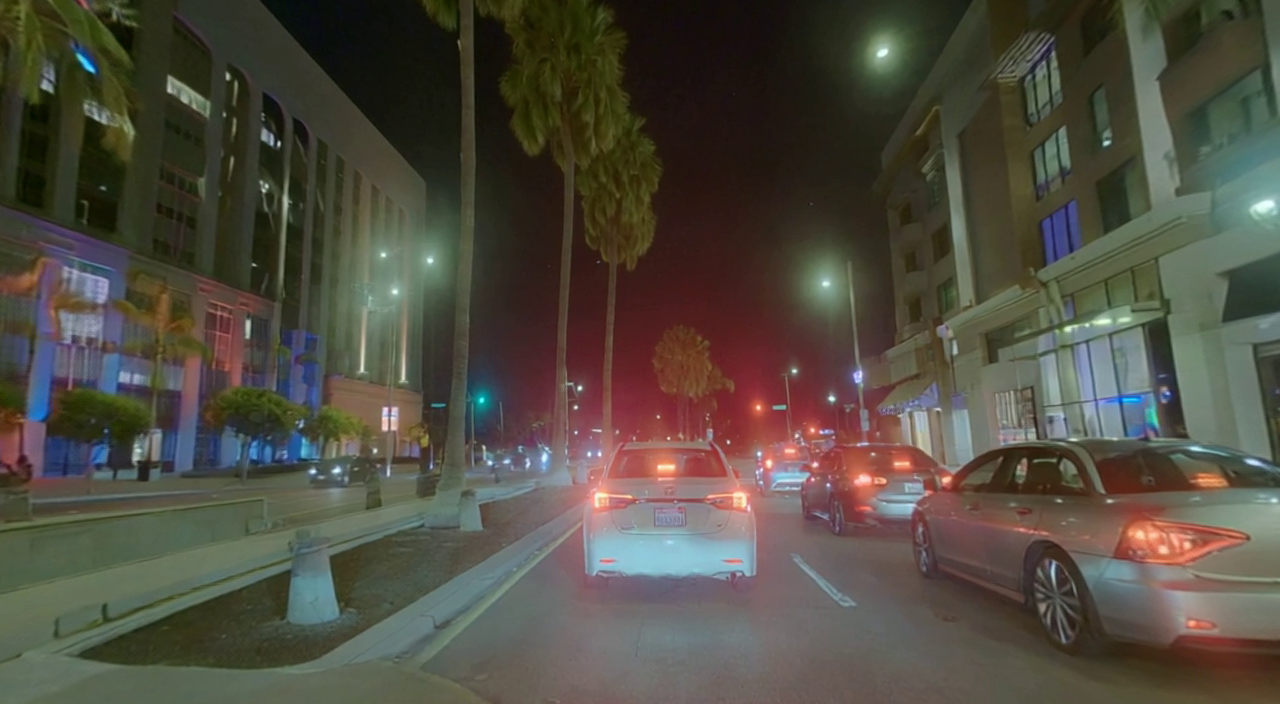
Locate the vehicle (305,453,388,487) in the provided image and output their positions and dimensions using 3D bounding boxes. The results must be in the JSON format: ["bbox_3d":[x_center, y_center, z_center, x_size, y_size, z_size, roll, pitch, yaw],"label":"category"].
[{"bbox_3d":[-14.787,5.954,32.085,1.801,1.563,4.015,-2,-9,9],"label":"vehicle"}]

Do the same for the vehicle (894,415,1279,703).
[{"bbox_3d":[3.642,1.297,4.576,1.913,1.469,4.425,-1,-9,3],"label":"vehicle"}]

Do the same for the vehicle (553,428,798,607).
[{"bbox_3d":[0.337,1.691,7.281,2.078,1.503,3.681,0,-9,1],"label":"vehicle"}]
